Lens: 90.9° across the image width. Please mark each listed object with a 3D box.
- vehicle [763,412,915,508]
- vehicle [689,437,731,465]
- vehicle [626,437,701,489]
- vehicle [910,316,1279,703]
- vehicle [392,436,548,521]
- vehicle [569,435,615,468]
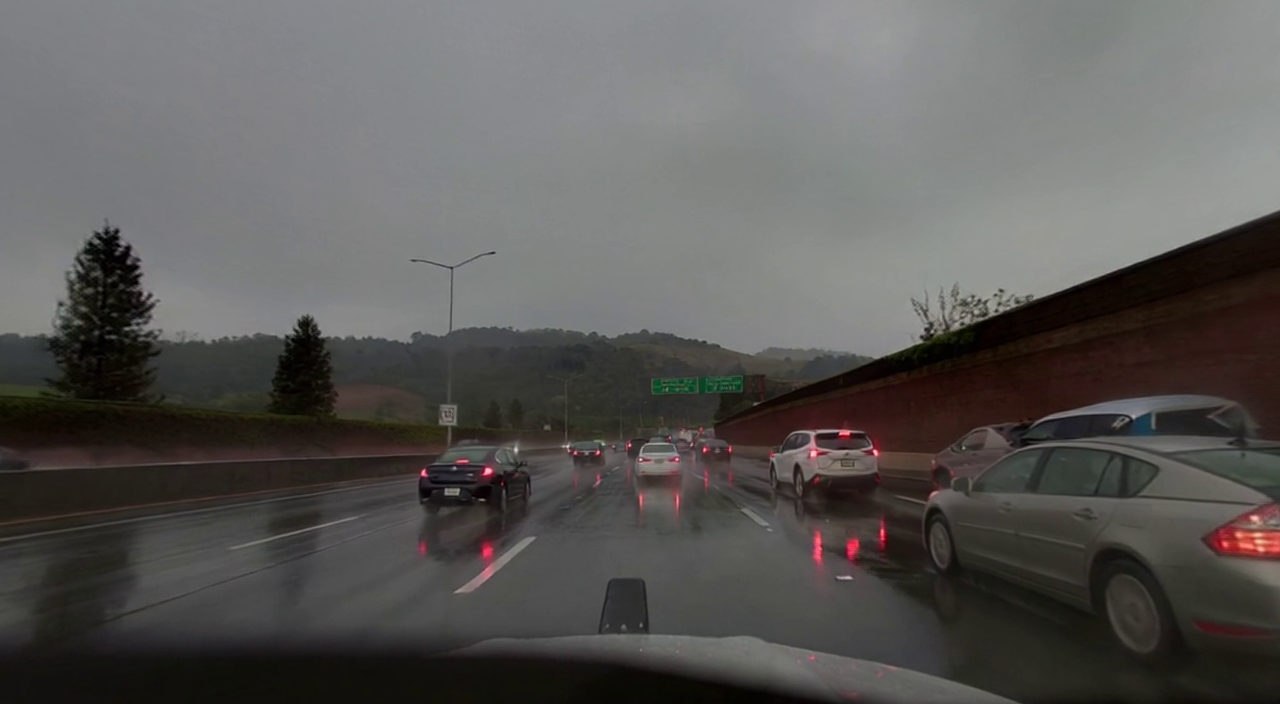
[{"bbox_3d":[4.322,2.434,14.621,1.970,1.872,4.575,0,-8,-1],"label":"vehicle"},{"bbox_3d":[3.871,5.522,35.322,1.855,1.513,3.915,0,-8,0],"label":"vehicle"},{"bbox_3d":[0.659,3.432,19.861,2.105,1.471,3.978,0,-8,0],"label":"vehicle"},{"bbox_3d":[3.765,0.992,4.294,1.930,1.831,4.344,0,-8,0],"label":"vehicle"},{"bbox_3d":[-3.302,2.526,13.234,1.961,1.456,4.362,0,-8,1],"label":"vehicle"},{"bbox_3d":[-2.748,5.822,37.049,2.154,1.793,4.736,0,-8,2],"label":"vehicle"}]
